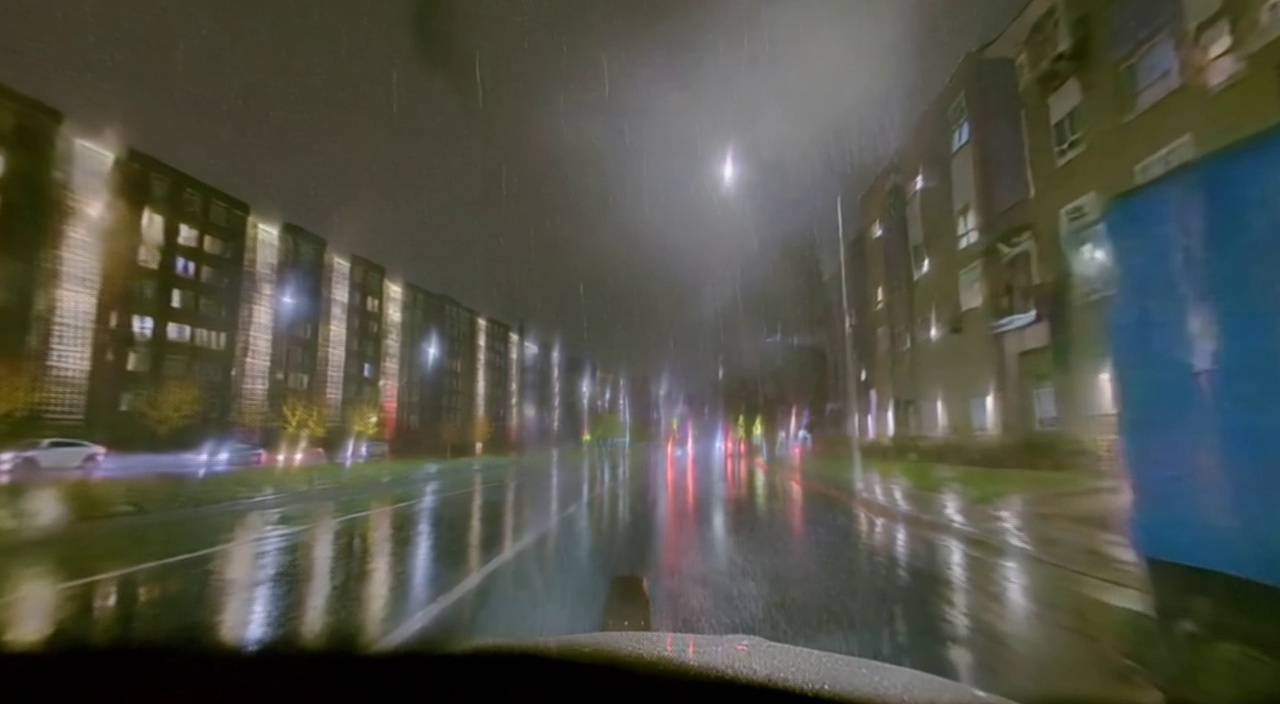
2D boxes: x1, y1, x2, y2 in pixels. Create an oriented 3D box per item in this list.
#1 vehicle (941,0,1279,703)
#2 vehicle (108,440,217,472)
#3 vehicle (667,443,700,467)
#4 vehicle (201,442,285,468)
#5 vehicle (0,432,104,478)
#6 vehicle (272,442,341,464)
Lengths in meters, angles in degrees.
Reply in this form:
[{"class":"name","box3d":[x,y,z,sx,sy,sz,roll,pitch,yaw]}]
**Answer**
[{"class":"vehicle","box3d":[3.879,-0.137,0.796,2.945,3.277,8.473,0,-8,1]},{"class":"vehicle","box3d":[-23.925,5.218,31.789,1.900,1.489,4.361,-1,-9,3]},{"class":"vehicle","box3d":[2.587,6.162,37.838,1.871,1.370,4.206,-1,-8,4]},{"class":"vehicle","box3d":[-23.628,6.145,37.733,1.772,1.447,4.582,-1,-9,5]},{"class":"vehicle","box3d":[-24.521,4.113,25.279,2.008,1.668,4.379,0,-8,3]},{"class":"vehicle","box3d":[-22.992,6.965,43.601,1.814,1.484,4.474,-1,-9,9]}]
